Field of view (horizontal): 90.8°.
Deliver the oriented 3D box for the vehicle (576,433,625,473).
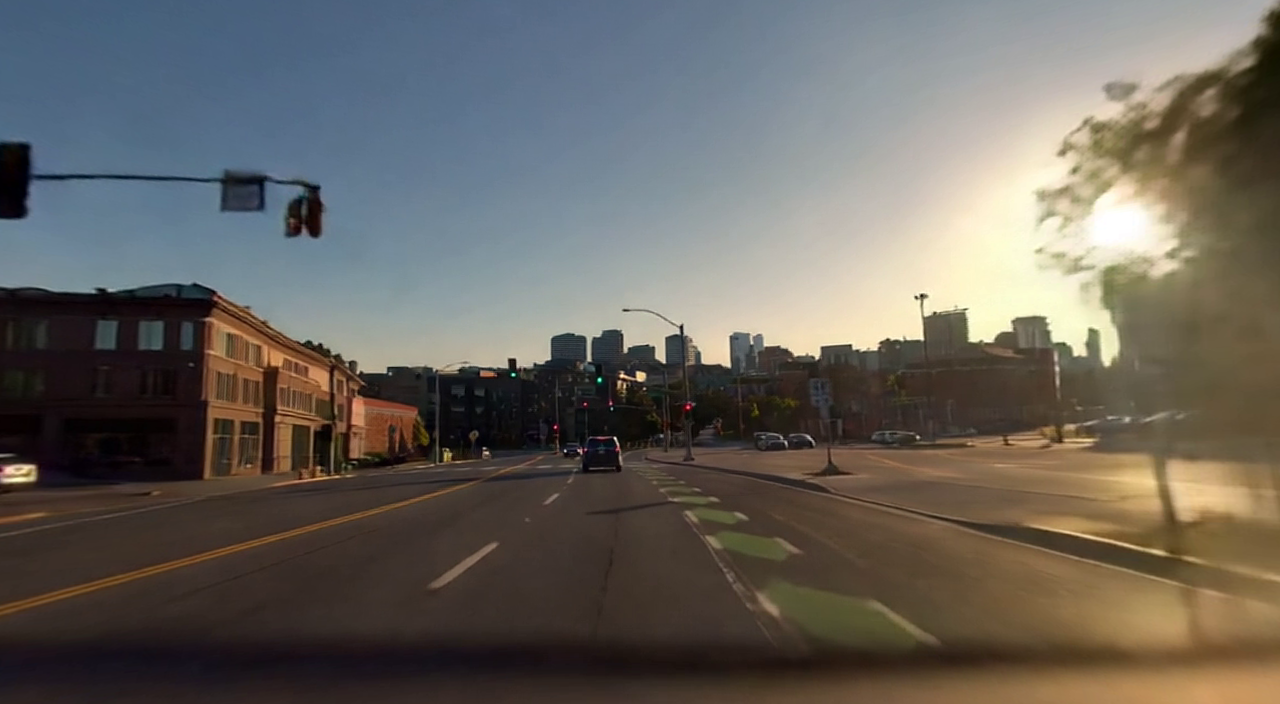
[{"bbox_3d":[-1.916,4.922,31.080,2.230,1.827,4.298,0,-8,-3],"label":"vehicle"}]
